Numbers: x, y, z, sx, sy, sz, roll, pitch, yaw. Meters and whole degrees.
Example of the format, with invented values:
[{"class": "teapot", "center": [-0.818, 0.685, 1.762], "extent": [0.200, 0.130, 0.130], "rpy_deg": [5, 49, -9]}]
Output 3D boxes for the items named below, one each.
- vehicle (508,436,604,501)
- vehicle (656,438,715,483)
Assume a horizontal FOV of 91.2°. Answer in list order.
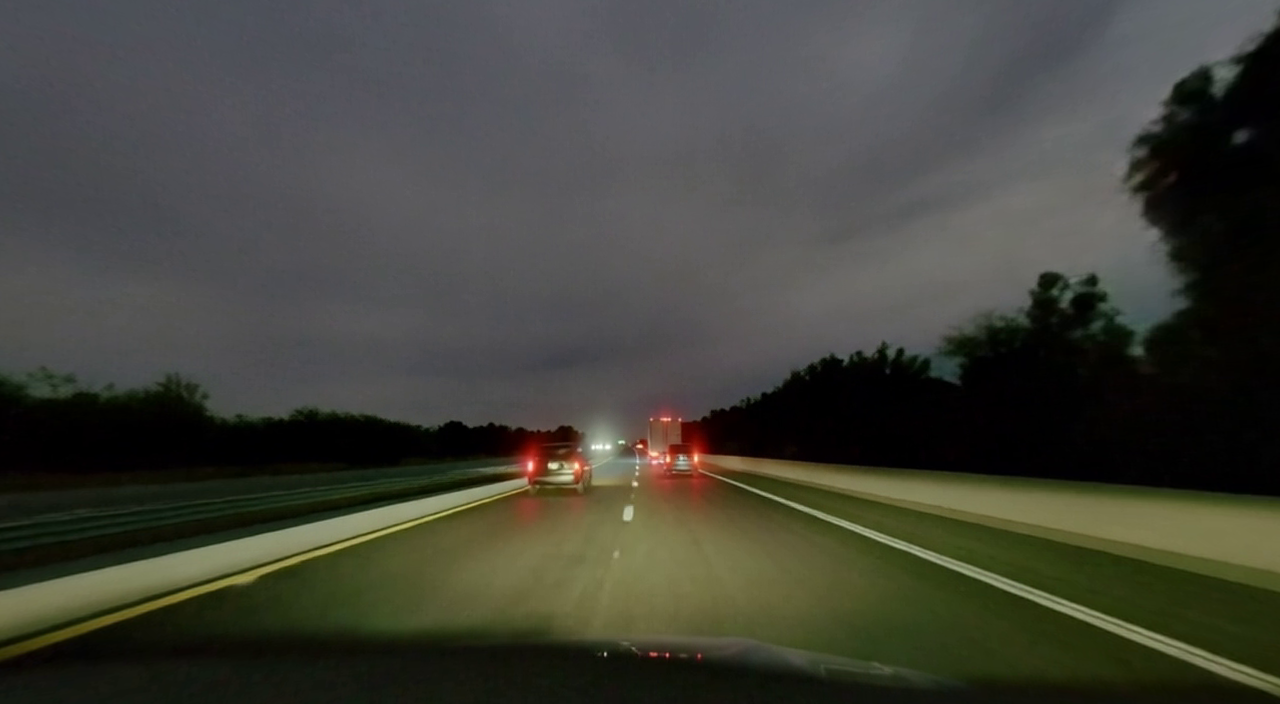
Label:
[{"class": "vehicle", "center": [-2.297, 3.364, 18.540], "extent": [2.181, 1.653, 4.691], "rpy_deg": [0, -9, 0]}, {"class": "vehicle", "center": [1.826, 4.568, 26.594], "extent": [2.230, 1.715, 4.243], "rpy_deg": [0, -9, 0]}]
